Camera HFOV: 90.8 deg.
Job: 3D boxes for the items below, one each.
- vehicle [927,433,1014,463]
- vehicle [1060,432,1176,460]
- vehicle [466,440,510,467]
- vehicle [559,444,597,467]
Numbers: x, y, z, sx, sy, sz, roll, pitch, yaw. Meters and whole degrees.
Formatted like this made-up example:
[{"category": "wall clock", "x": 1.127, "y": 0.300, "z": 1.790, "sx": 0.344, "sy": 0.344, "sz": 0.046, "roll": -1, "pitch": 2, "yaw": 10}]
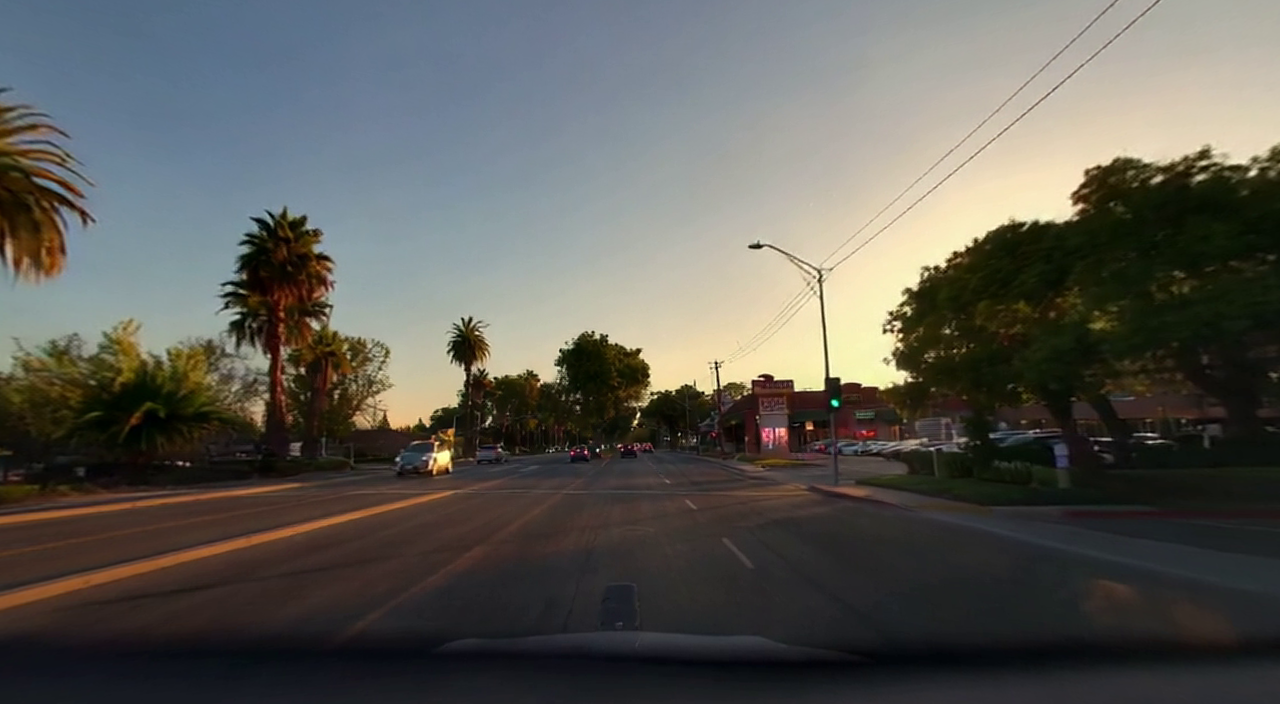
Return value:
[{"category": "vehicle", "x": 20.395, "y": 5.974, "z": 39.189, "sx": 4.548, "sy": 1.741, "sz": 1.971, "roll": -4, "pitch": -10, "yaw": 25}, {"category": "vehicle", "x": 27.028, "y": 5.368, "z": 35.954, "sx": 4.809, "sy": 1.499, "sz": 2.130, "roll": -4, "pitch": -10, "yaw": 23}, {"category": "vehicle", "x": -10.453, "y": 7.038, "z": 43.724, "sx": 2.022, "sy": 1.746, "sz": 4.406, "roll": 0, "pitch": -9, "yaw": -1}, {"category": "vehicle", "x": -4.109, "y": 6.946, "z": 42.440, "sx": 2.181, "sy": 1.483, "sz": 4.123, "roll": 0, "pitch": -9, "yaw": -1}]
